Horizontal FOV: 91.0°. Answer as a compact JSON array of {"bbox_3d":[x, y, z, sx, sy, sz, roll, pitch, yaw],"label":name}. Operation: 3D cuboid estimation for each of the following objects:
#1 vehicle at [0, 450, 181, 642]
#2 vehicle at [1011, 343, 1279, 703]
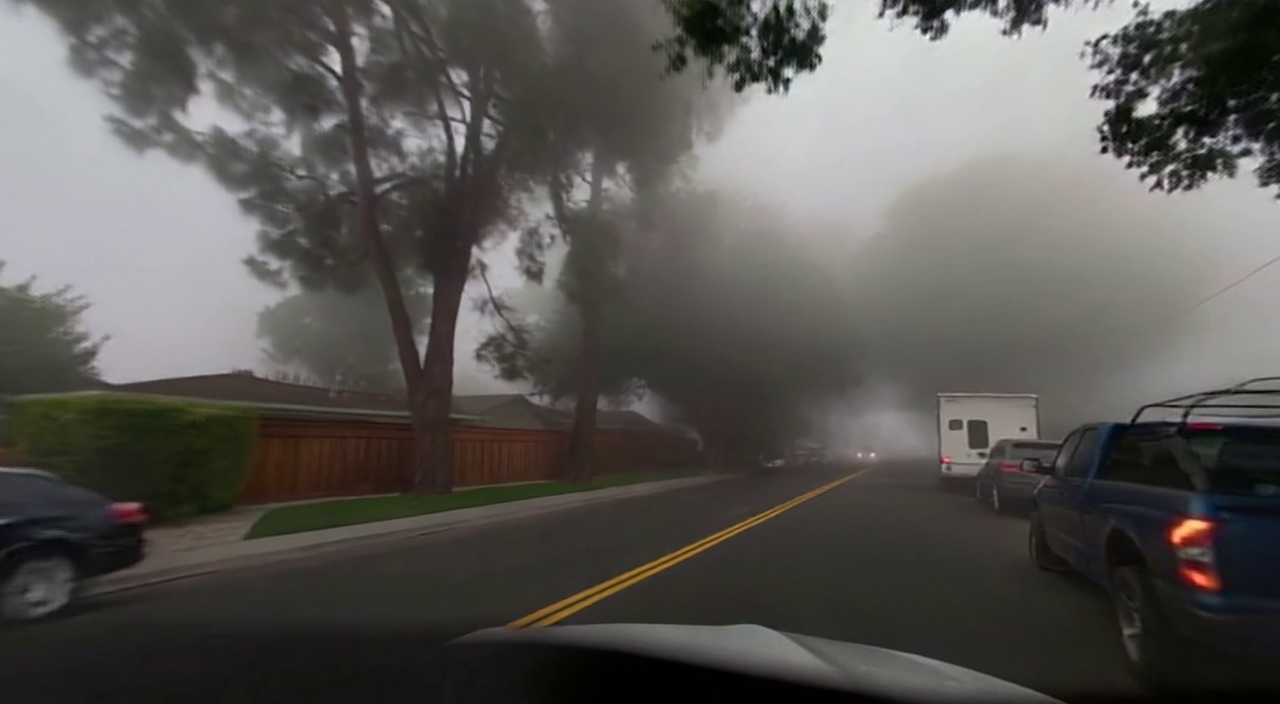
[{"bbox_3d":[-6.370,1.487,4.467,1.816,1.489,4.653,-3,-9,23],"label":"vehicle"},{"bbox_3d":[4.504,1.140,4.790,2.182,1.785,5.726,-2,-7,24],"label":"vehicle"}]
